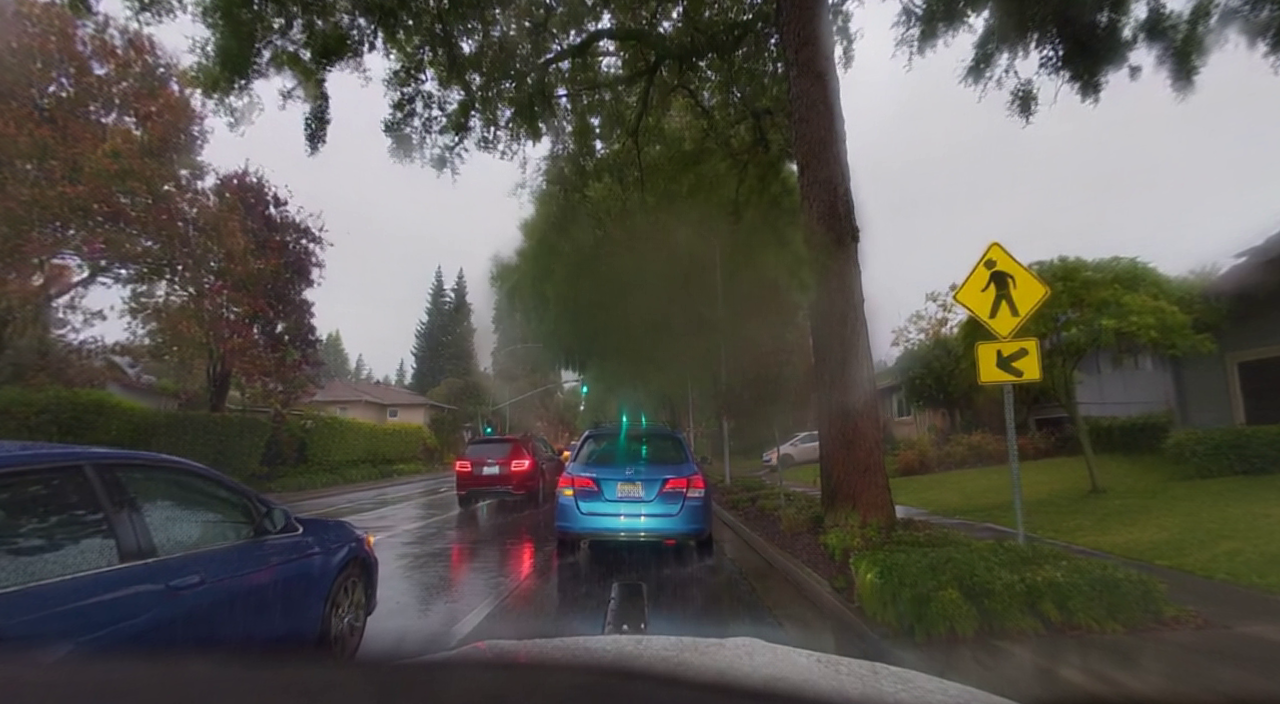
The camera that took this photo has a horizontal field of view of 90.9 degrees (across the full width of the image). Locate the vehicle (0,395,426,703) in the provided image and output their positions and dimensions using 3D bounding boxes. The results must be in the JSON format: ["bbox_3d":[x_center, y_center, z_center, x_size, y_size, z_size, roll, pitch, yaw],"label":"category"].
[{"bbox_3d":[-2.869,1.044,2.998,1.968,1.472,4.685,0,-9,1],"label":"vehicle"}]

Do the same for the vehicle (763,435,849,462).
[{"bbox_3d":[9.345,5.480,35.782,4.456,1.504,1.914,-1,-9,5],"label":"vehicle"}]

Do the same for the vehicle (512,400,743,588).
[{"bbox_3d":[-0.118,1.600,7.819,2.120,1.718,3.909,0,-9,0],"label":"vehicle"}]

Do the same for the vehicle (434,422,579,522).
[{"bbox_3d":[-2.564,2.436,13.245,2.000,1.737,4.133,0,-9,2],"label":"vehicle"}]
